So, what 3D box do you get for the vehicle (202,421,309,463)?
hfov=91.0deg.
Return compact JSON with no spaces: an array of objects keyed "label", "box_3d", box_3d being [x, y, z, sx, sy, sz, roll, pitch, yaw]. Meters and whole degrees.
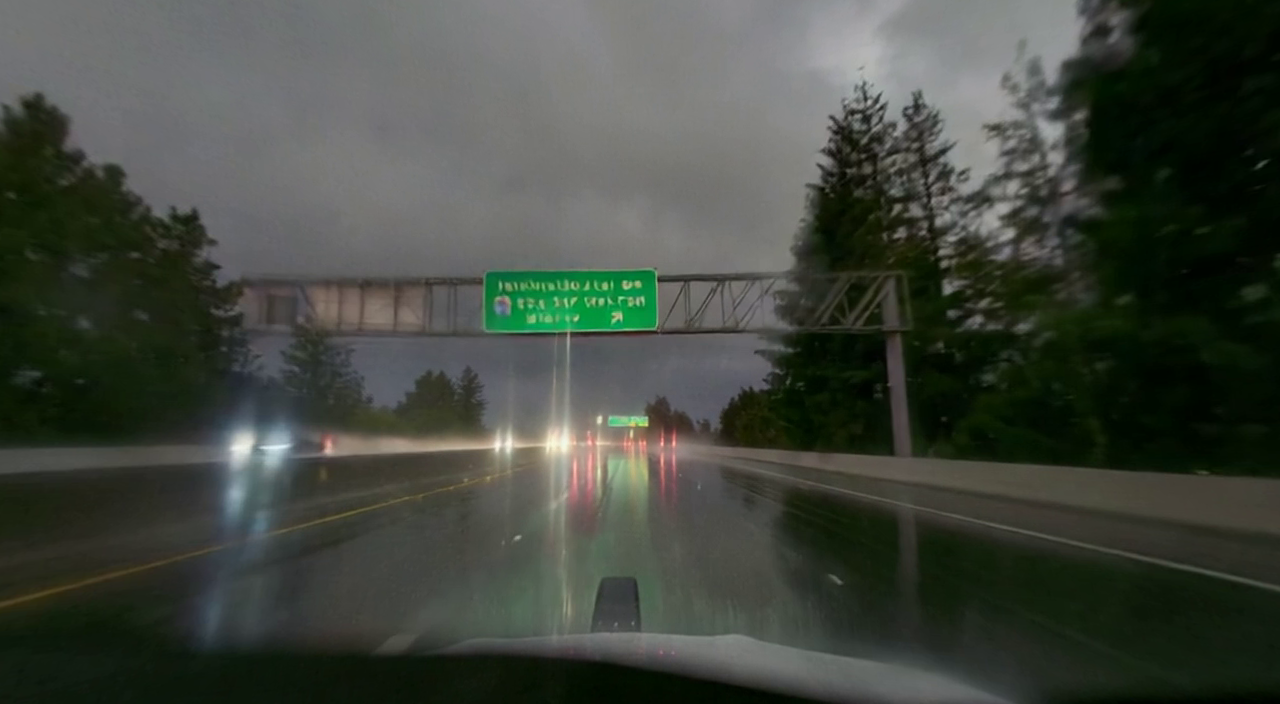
[{"label":"vehicle","box_3d":[-16.320,3.859,27.016,1.942,1.633,4.364,0,-8,-2]}]
